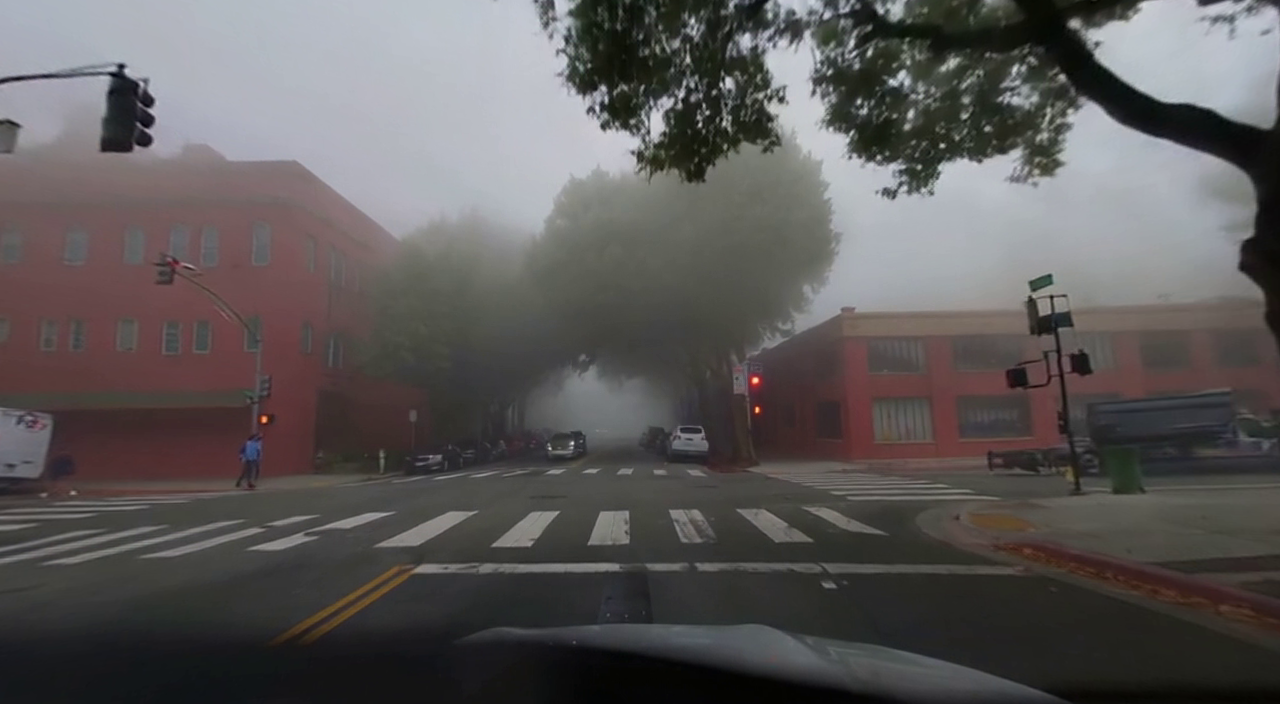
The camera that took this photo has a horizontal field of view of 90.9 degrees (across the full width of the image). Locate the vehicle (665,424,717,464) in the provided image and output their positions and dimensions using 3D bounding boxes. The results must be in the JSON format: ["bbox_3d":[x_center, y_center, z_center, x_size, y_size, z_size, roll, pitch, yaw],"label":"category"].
[{"bbox_3d":[2.971,5.532,37.990,2.557,2.188,5.164,0,-8,-2],"label":"vehicle"}]

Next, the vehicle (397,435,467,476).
[{"bbox_3d":[-9.980,4.979,30.671,2.216,1.804,4.526,1,-8,-5],"label":"vehicle"}]

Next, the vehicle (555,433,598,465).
[{"bbox_3d":[-3.349,5.205,33.989,2.033,1.596,4.142,0,-8,-2],"label":"vehicle"}]

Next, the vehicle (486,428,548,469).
[{"bbox_3d":[-6.047,4.831,31.584,2.242,1.887,4.924,0,-8,-2],"label":"vehicle"}]
